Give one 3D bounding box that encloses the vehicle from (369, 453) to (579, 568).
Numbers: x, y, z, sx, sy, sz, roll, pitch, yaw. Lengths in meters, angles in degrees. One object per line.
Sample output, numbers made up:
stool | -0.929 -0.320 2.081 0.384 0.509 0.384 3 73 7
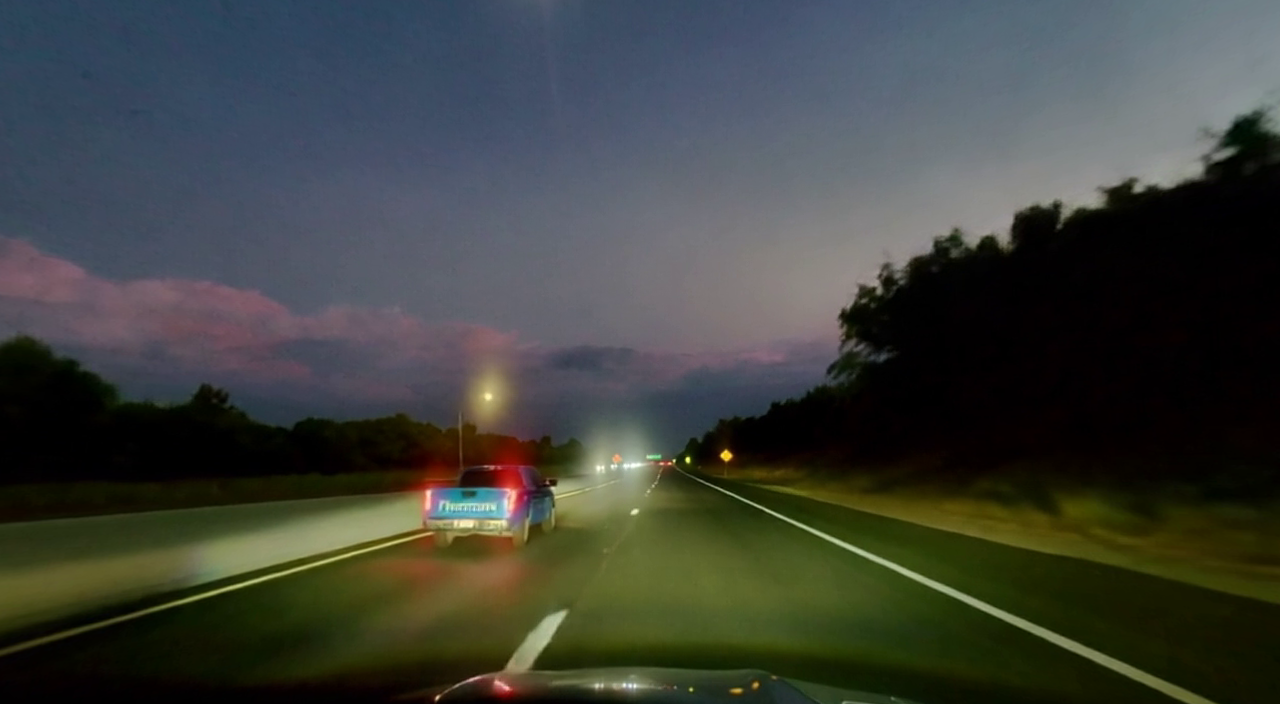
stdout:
vehicle | -2.510 2.626 11.144 2.135 1.506 5.041 0 -10 2
